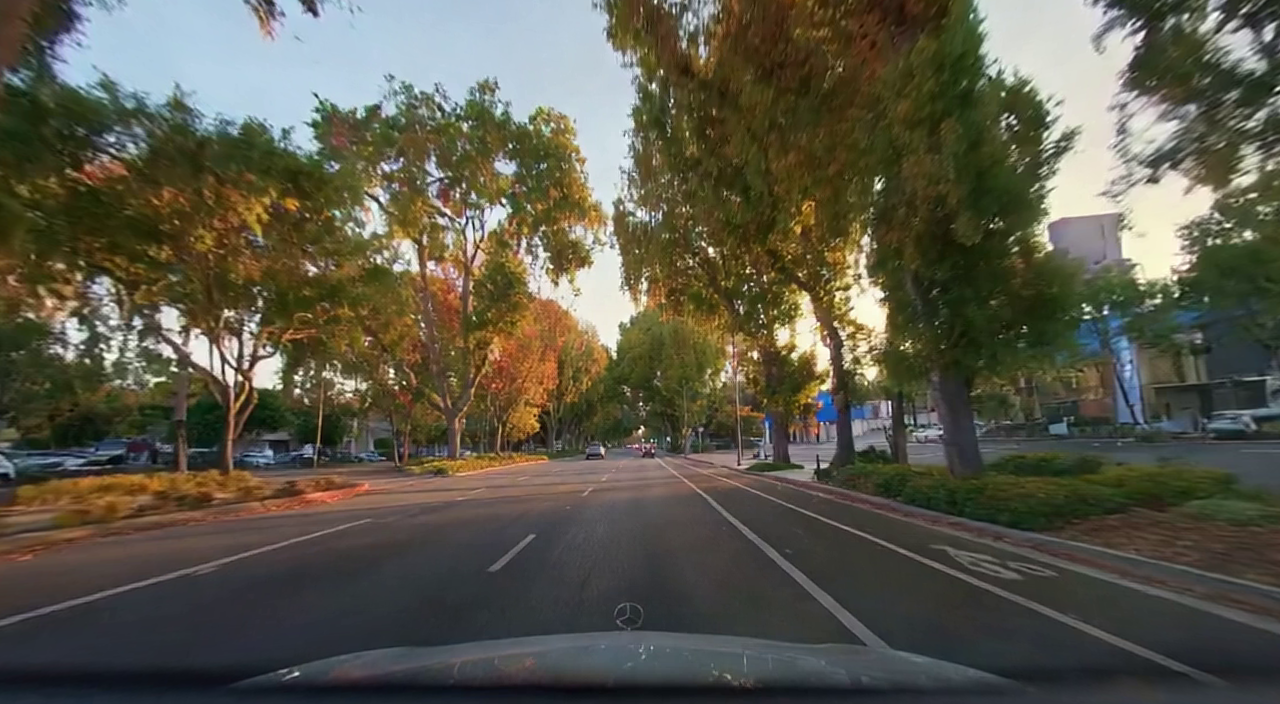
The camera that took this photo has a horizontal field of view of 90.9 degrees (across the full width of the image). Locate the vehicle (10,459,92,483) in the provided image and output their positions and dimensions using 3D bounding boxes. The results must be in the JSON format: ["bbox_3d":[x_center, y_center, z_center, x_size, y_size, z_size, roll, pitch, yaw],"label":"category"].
[{"bbox_3d":[-41.970,8.478,45.065,1.896,1.537,3.971,-1,-9,3],"label":"vehicle"}]

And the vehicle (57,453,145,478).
[{"bbox_3d":[-39.122,8.259,45.945,2.180,1.655,4.689,0,-9,1],"label":"vehicle"}]
